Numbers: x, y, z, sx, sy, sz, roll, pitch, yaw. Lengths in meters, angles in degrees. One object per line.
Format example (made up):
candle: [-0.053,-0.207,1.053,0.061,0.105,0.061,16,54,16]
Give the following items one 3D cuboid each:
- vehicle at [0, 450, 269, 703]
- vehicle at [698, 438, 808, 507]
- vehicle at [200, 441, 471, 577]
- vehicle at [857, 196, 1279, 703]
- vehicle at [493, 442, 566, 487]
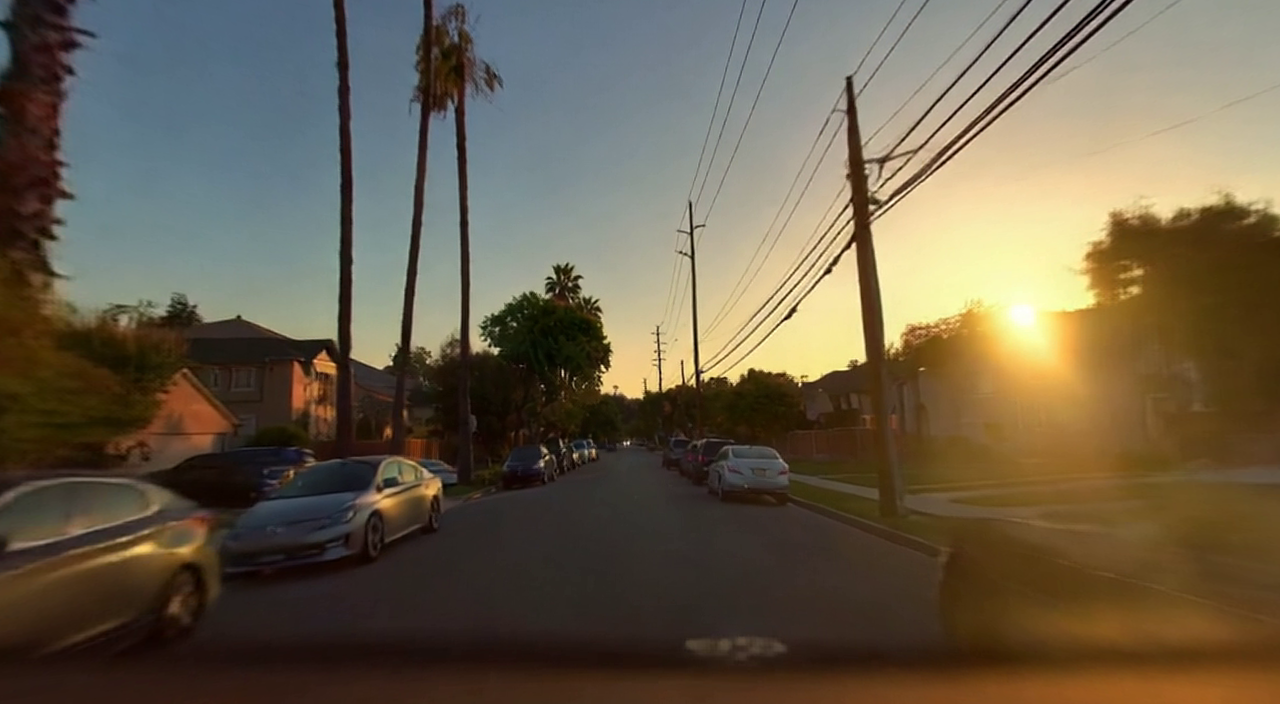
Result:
vehicle: [-4.087,1.309,3.457,1.782,1.487,3.974,0,-8,-2]
vehicle: [2.628,2.901,15.644,1.881,1.460,4.007,0,-8,-1]
vehicle: [-4.186,2.182,9.786,1.814,1.548,4.802,0,-8,0]
vehicle: [2.895,0.658,2.308,2.292,1.981,5.277,0,-8,0]
vehicle: [-4.373,4.516,25.830,2.123,1.636,4.481,0,-8,1]
